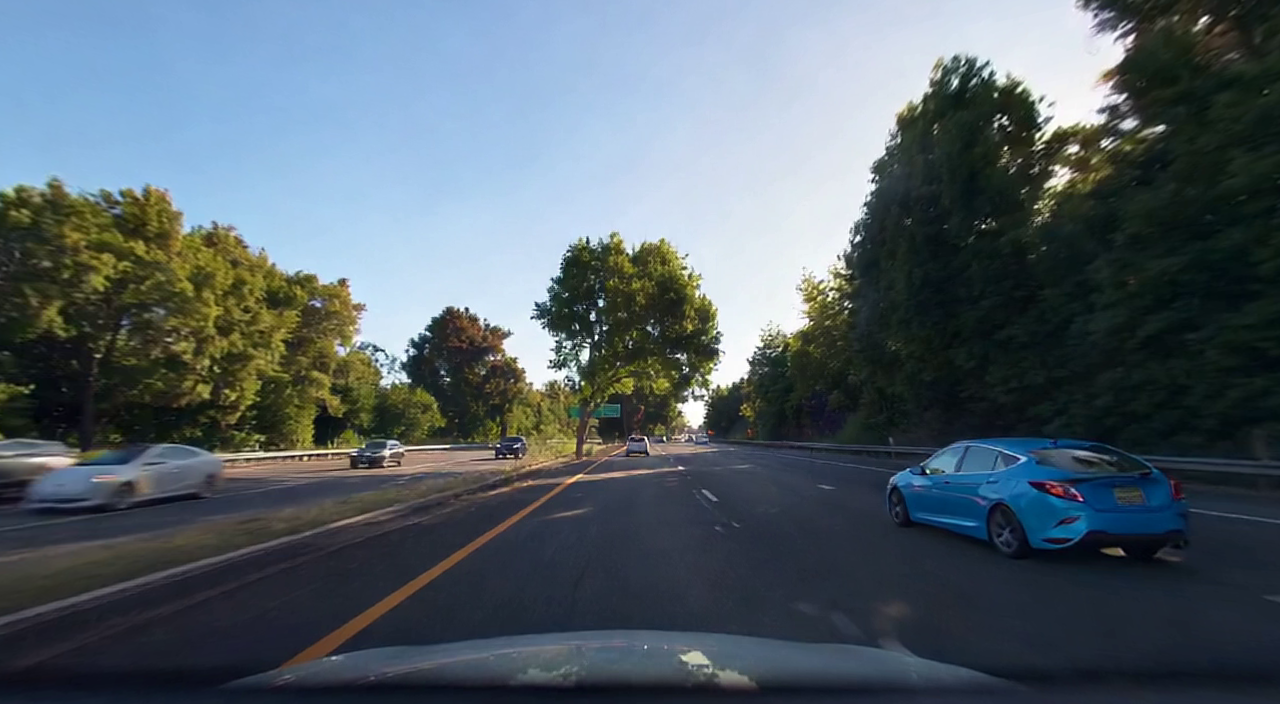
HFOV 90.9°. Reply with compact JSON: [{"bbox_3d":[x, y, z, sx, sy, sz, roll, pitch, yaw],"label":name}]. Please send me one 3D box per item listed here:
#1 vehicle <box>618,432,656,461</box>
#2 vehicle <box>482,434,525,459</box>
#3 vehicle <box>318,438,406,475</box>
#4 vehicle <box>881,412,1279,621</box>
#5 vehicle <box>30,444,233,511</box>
[{"bbox_3d":[-0.154,5.317,35.464,2.046,1.526,3.903,0,-8,0],"label":"vehicle"},{"bbox_3d":[-9.823,6.848,45.598,2.128,1.691,4.589,0,-8,-1],"label":"vehicle"},{"bbox_3d":[-13.054,4.893,29.911,1.945,1.594,4.677,0,-8,1],"label":"vehicle"},{"bbox_3d":[4.523,1.478,6.776,1.981,1.467,4.459,0,-8,-2],"label":"vehicle"},{"bbox_3d":[-12.732,3.104,16.177,1.789,1.449,4.061,0,-8,0],"label":"vehicle"}]
